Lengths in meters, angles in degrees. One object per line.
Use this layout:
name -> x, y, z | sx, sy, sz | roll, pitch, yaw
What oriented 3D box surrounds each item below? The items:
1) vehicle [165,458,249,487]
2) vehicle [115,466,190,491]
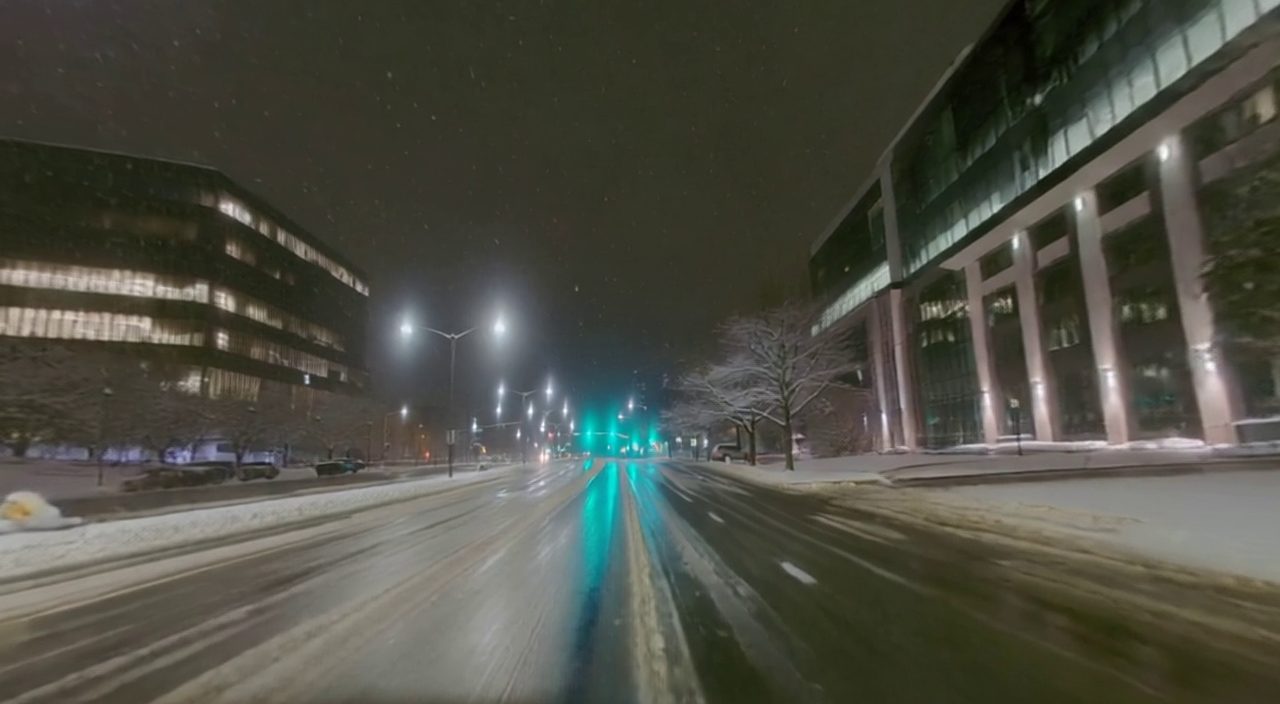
vehicle -> -33.920, 9.402, 49.827 | 2.483, 2.000, 6.110 | 0, -9, -3
vehicle -> -33.758, 8.743, 43.882 | 1.868, 1.467, 4.423 | 0, -9, -3
